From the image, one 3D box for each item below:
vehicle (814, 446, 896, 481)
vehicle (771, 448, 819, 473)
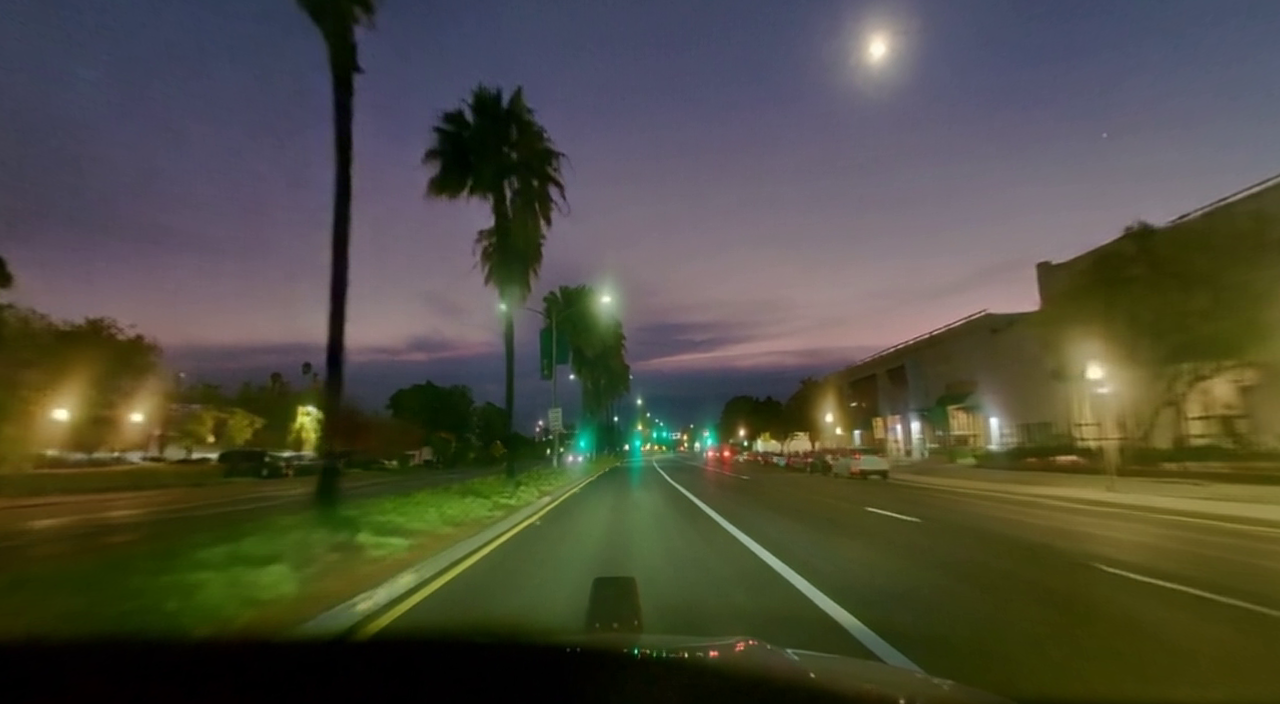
[{"bbox_3d":[10.235,5.336,30.360,2.086,1.545,4.645,1,-9,-3],"label":"vehicle"},{"bbox_3d":[10.055,7.048,41.109,1.875,1.491,4.780,0,-9,0],"label":"vehicle"}]
